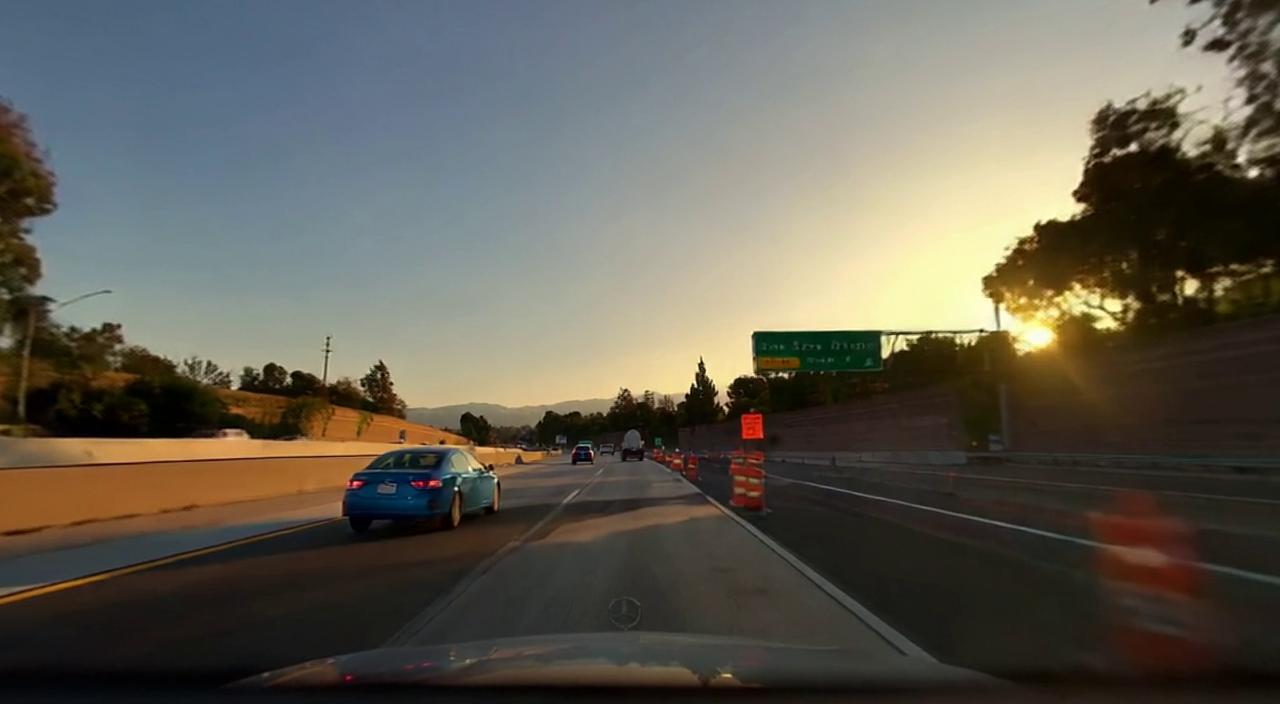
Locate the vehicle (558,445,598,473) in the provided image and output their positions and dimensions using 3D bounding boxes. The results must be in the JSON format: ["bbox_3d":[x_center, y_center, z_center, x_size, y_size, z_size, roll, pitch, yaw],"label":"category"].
[{"bbox_3d":[-3.434,6.006,35.629,1.965,1.459,4.145,1,-9,-2],"label":"vehicle"}]

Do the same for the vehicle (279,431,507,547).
[{"bbox_3d":[-3.779,2.186,10.770,2.012,1.510,4.672,0,-9,0],"label":"vehicle"}]
